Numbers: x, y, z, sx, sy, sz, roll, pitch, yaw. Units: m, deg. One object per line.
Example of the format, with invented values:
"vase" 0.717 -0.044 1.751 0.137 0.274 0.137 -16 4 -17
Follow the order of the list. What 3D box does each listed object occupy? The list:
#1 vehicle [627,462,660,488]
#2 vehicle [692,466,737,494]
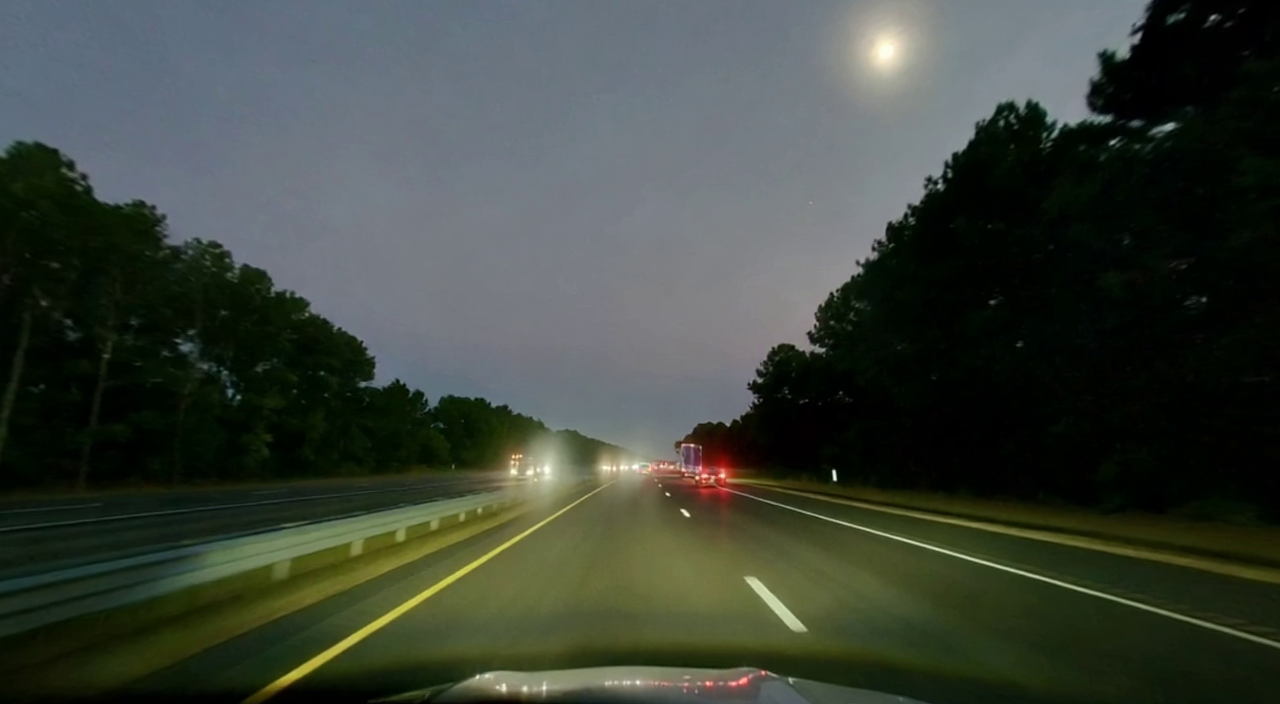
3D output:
"vehicle" 0.278 8.786 45.249 2.212 1.717 4.452 1 -10 1
"vehicle" 4.500 7.805 38.670 2.073 1.532 4.969 1 -10 -1
